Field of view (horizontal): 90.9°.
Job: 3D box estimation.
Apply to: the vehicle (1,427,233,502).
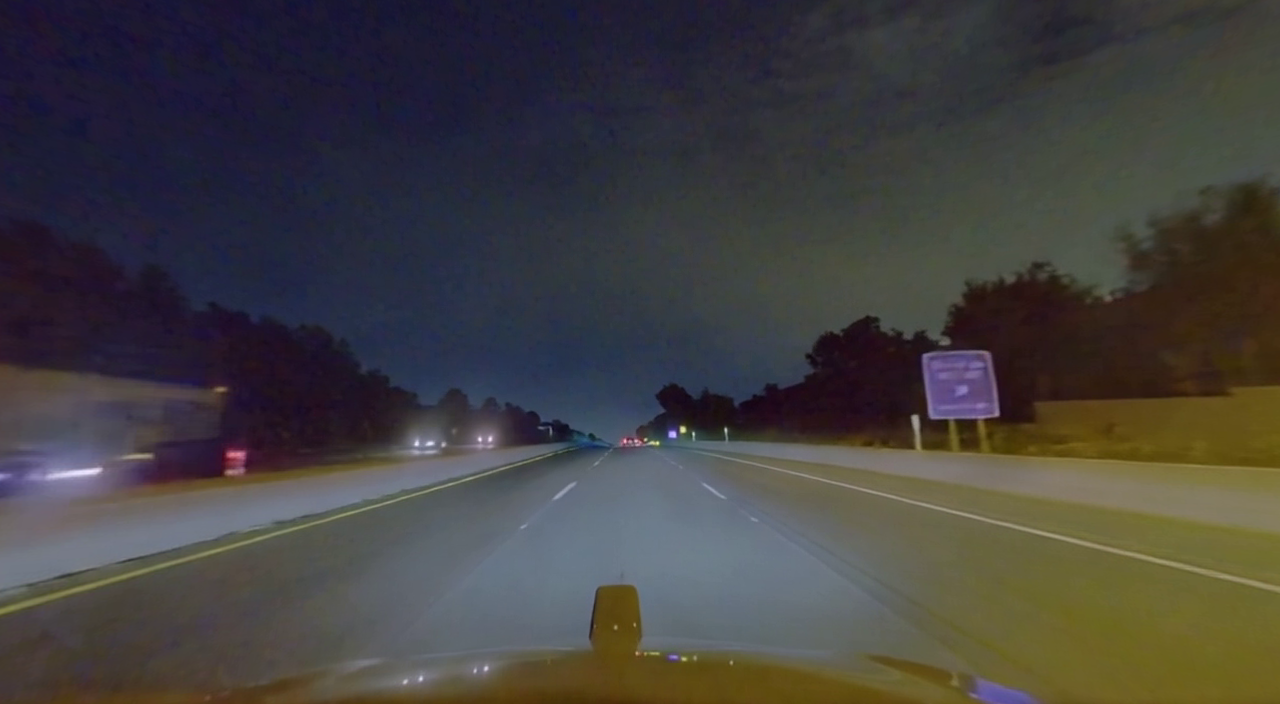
[{"bbox_3d":[-12.259,2.616,15.285,1.865,1.520,4.412,0,-7,0],"label":"vehicle"}]
